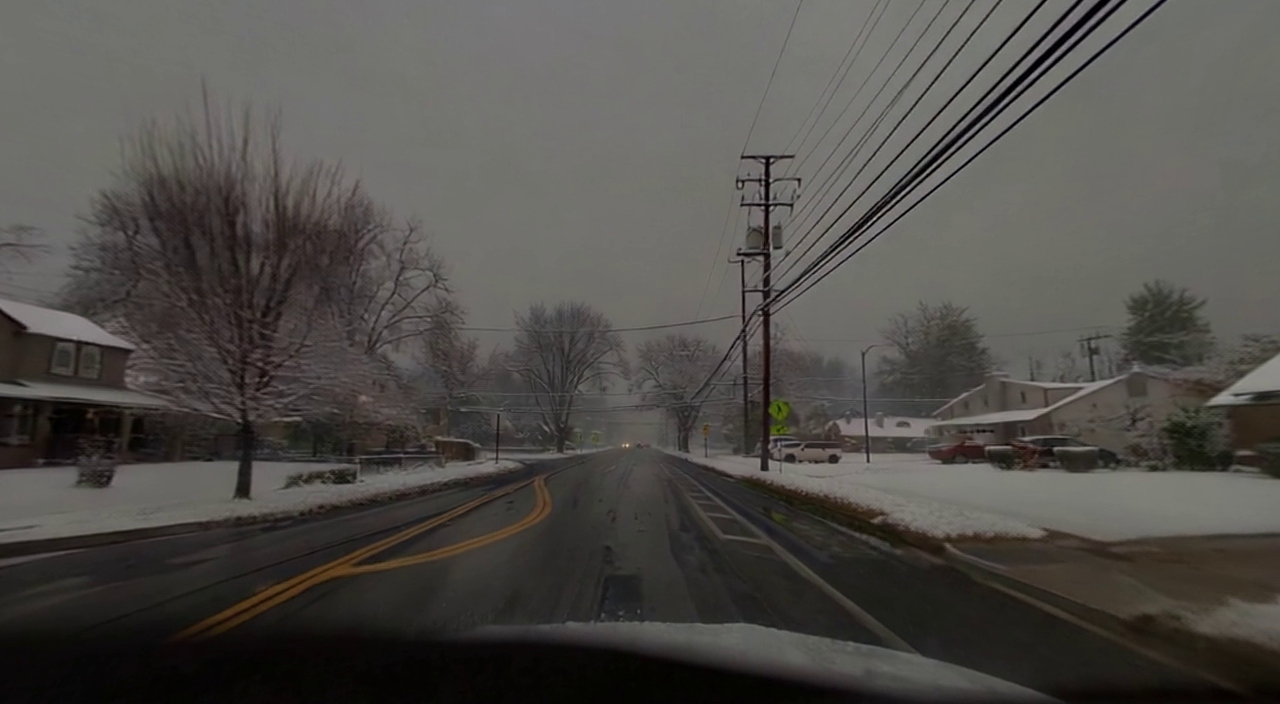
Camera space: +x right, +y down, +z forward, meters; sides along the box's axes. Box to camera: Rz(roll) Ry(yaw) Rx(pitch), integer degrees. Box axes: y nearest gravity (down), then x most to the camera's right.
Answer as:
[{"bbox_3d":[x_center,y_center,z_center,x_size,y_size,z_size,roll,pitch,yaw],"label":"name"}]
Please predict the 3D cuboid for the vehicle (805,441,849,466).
[{"bbox_3d":[13.518,7.372,45.699,1.935,1.683,4.669,0,-9,2],"label":"vehicle"}]

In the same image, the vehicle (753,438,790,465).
[{"bbox_3d":[10.242,7.806,49.294,1.912,1.953,4.651,0,-9,0],"label":"vehicle"}]

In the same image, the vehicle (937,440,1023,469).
[{"bbox_3d":[21.033,6.325,39.067,3.943,1.664,2.391,0,-8,-1],"label":"vehicle"}]
